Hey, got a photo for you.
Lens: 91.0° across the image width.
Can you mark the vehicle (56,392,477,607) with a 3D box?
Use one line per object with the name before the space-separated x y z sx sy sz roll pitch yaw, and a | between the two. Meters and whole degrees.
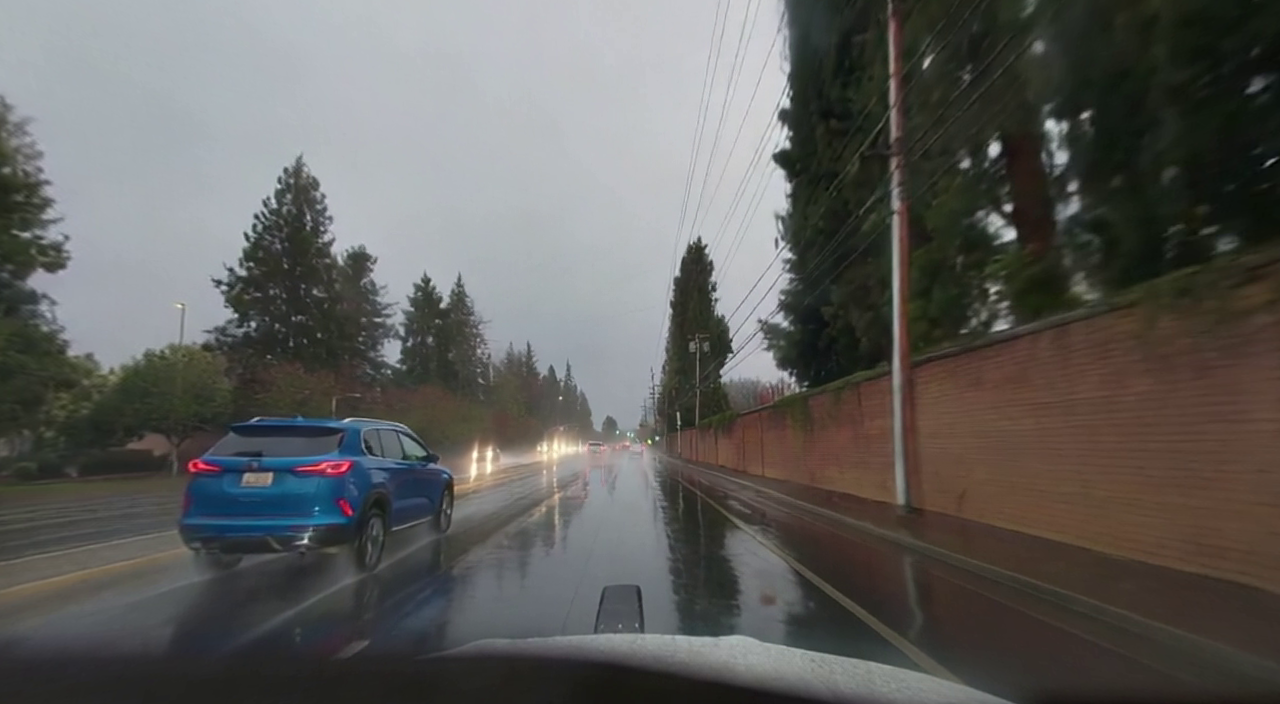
vehicle | -3.628 1.525 7.448 2.147 1.730 4.555 0 -8 0
